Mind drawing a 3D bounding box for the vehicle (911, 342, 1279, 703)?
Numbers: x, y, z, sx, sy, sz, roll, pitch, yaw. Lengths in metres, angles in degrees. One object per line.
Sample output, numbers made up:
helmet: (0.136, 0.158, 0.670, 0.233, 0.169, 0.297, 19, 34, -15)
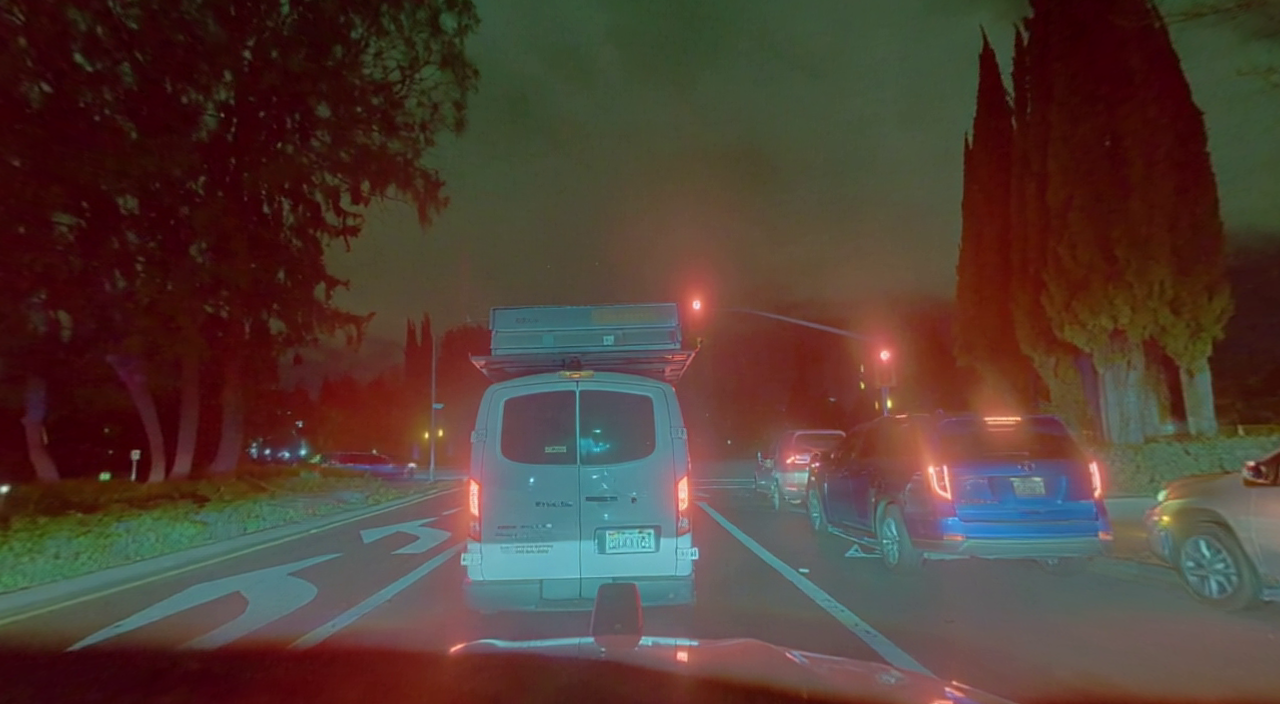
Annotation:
vehicle: (3.458, 0.943, 3.411, 1.965, 1.671, 4.146, 0, -9, -3)

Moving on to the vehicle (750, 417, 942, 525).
vehicle: (3.667, 2.212, 12.261, 2.024, 1.692, 4.252, 1, -9, -4)

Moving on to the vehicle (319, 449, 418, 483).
vehicle: (-14.039, 5.882, 32.758, 4.501, 1.613, 1.852, 5, -10, -28)

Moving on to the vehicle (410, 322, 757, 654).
vehicle: (-0.362, 1.151, 6.189, 2.145, 2.089, 4.309, 0, -9, 0)
